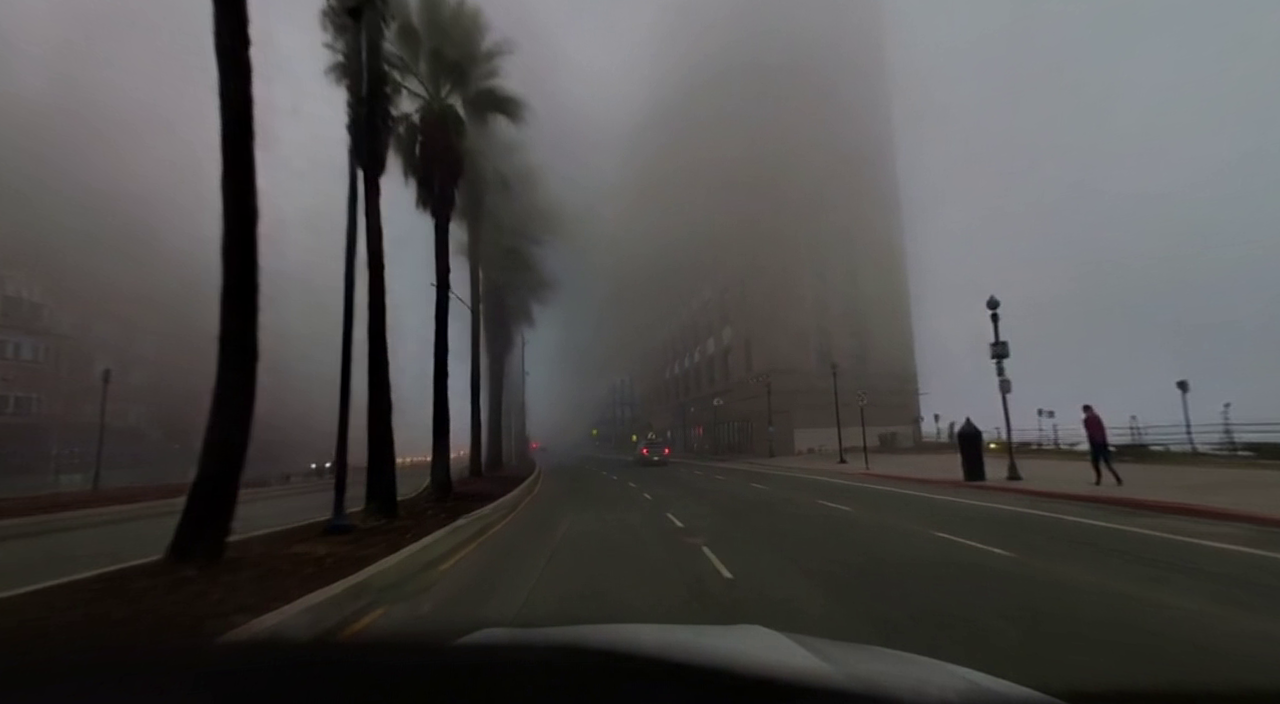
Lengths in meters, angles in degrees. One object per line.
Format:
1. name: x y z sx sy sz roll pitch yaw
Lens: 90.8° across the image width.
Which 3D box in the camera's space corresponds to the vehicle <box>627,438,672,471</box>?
1. vehicle: 0.513 6.723 41.831 2.284 2.010 6.670 1 -8 -5
